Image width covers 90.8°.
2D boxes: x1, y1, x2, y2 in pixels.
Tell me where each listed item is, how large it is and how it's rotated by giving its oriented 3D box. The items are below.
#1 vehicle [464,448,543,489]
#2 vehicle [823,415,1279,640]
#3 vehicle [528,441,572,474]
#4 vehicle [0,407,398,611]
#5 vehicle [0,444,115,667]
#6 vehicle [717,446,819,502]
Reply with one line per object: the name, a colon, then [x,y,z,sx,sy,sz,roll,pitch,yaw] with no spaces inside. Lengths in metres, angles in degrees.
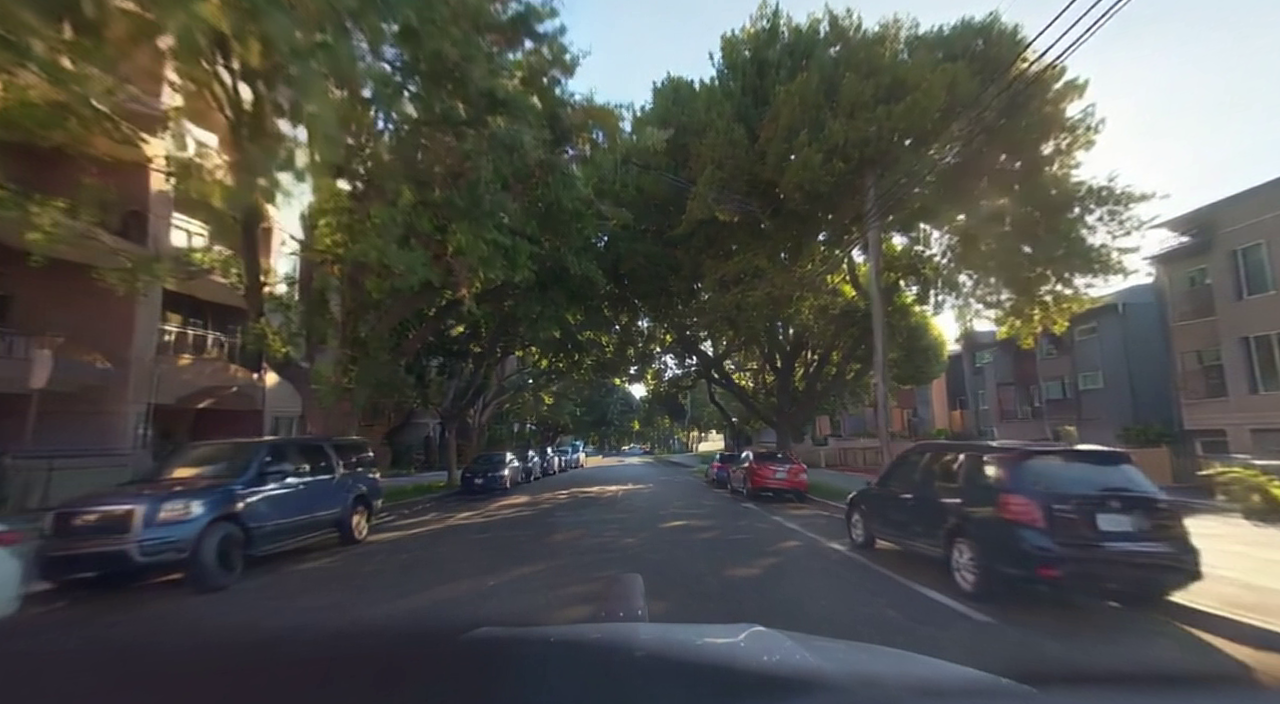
vehicle: [-5.302,4.572,25.220,2.080,1.458,4.511,0,-8,1]
vehicle: [3.825,1.655,7.120,1.992,1.643,4.735,0,-8,-1]
vehicle: [-5.416,6.387,38.602,2.069,1.881,4.697,0,-8,-1]
vehicle: [-5.320,1.846,8.492,2.213,1.825,4.986,-2,-8,0]
vehicle: [-5.280,1.137,2.641,2.026,1.461,4.837,-1,-8,0]
vehicle: [3.657,3.567,19.012,1.881,1.460,4.737,0,-8,-3]
